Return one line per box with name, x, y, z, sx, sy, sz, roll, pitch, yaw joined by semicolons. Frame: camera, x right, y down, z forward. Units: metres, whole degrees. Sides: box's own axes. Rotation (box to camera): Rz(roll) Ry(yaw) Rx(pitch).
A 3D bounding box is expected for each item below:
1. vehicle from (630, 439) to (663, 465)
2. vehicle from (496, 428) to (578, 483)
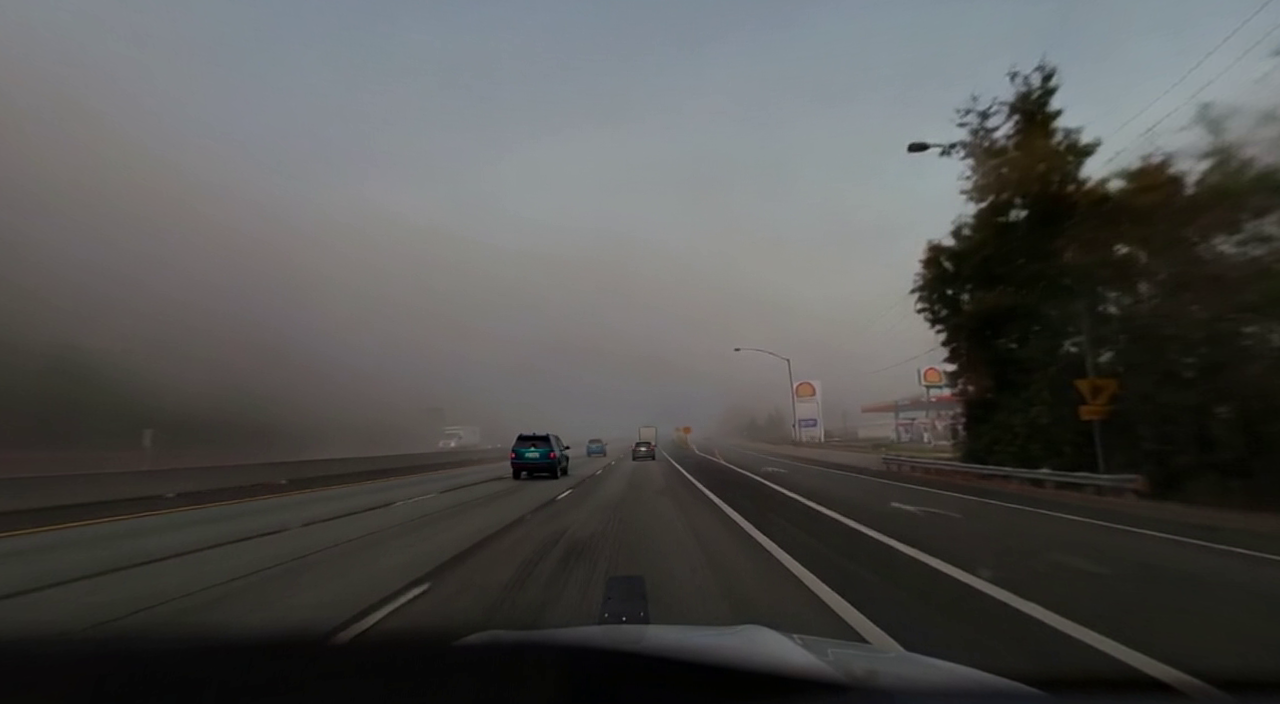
vehicle;0.349;6.220;39.508;1.982;1.524;3.800;0;-8;-1
vehicle;-3.827;3.930;24.256;2.273;1.884;4.515;0;-8;1
